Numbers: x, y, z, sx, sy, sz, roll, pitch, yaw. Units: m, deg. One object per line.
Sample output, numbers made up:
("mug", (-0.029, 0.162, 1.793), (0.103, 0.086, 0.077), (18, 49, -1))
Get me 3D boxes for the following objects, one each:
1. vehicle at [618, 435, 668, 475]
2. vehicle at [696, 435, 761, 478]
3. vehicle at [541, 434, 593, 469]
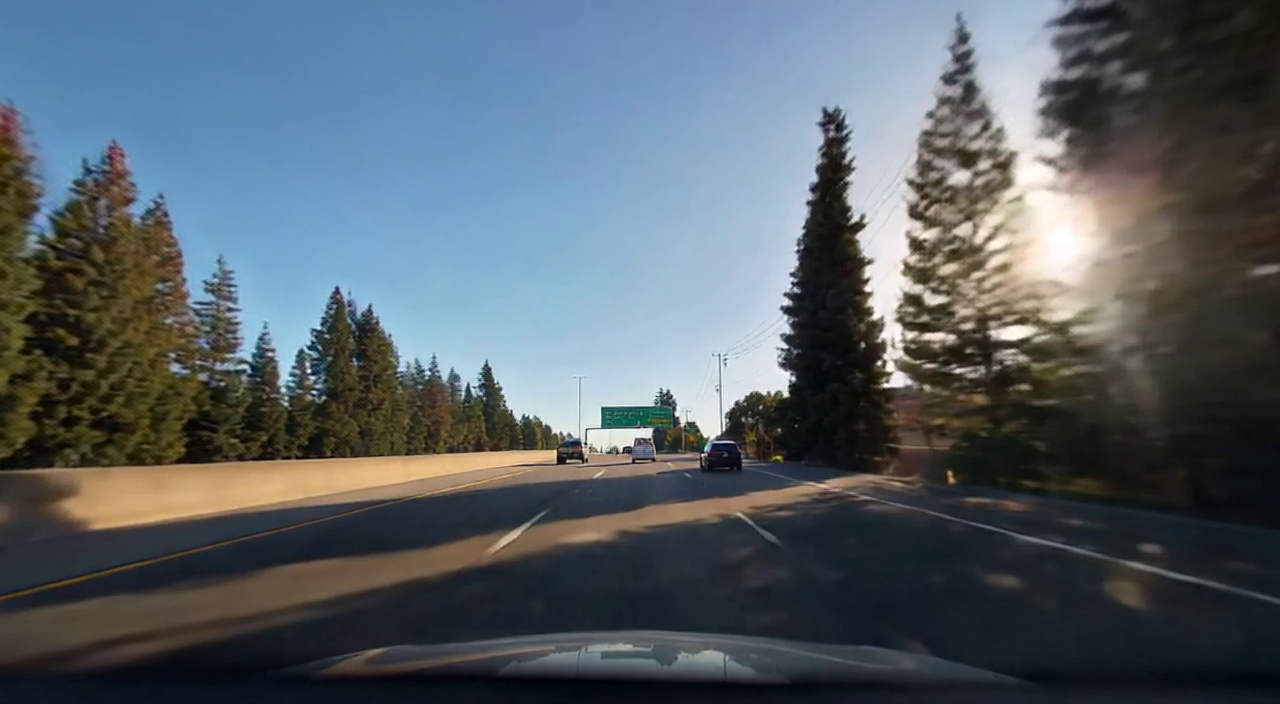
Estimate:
("vehicle", (0.146, 4.568, 28.267), (2.049, 1.620, 4.153), (0, -8, 1))
("vehicle", (3.416, 4.118, 25.105), (1.996, 1.579, 3.841), (0, -8, -1))
("vehicle", (-3.965, 5.497, 34.982), (2.217, 1.773, 4.553), (0, -8, 1))
